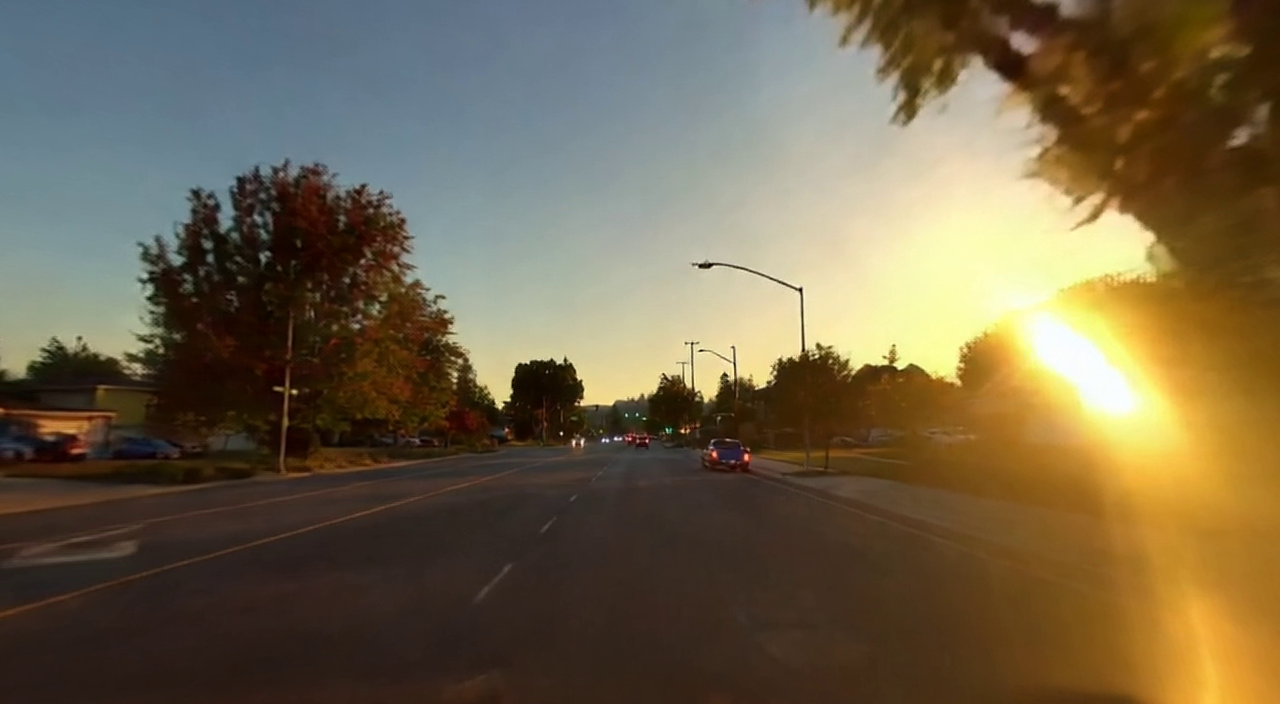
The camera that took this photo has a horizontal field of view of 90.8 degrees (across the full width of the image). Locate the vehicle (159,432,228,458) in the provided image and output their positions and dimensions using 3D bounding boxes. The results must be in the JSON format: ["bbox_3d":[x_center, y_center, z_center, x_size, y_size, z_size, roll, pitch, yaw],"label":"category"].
[{"bbox_3d":[-27.666,5.755,39.330,1.753,1.424,4.492,0,-7,-11],"label":"vehicle"}]

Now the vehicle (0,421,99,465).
[{"bbox_3d":[-27.554,3.988,27.880,5.295,1.839,2.205,0,-7,2],"label":"vehicle"}]

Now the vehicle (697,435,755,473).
[{"bbox_3d":[3.739,4.461,28.044,1.942,1.502,4.244,0,-7,0],"label":"vehicle"}]

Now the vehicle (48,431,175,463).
[{"bbox_3d":[-26.812,4.822,32.243,4.450,1.472,1.982,1,-8,-16],"label":"vehicle"}]
